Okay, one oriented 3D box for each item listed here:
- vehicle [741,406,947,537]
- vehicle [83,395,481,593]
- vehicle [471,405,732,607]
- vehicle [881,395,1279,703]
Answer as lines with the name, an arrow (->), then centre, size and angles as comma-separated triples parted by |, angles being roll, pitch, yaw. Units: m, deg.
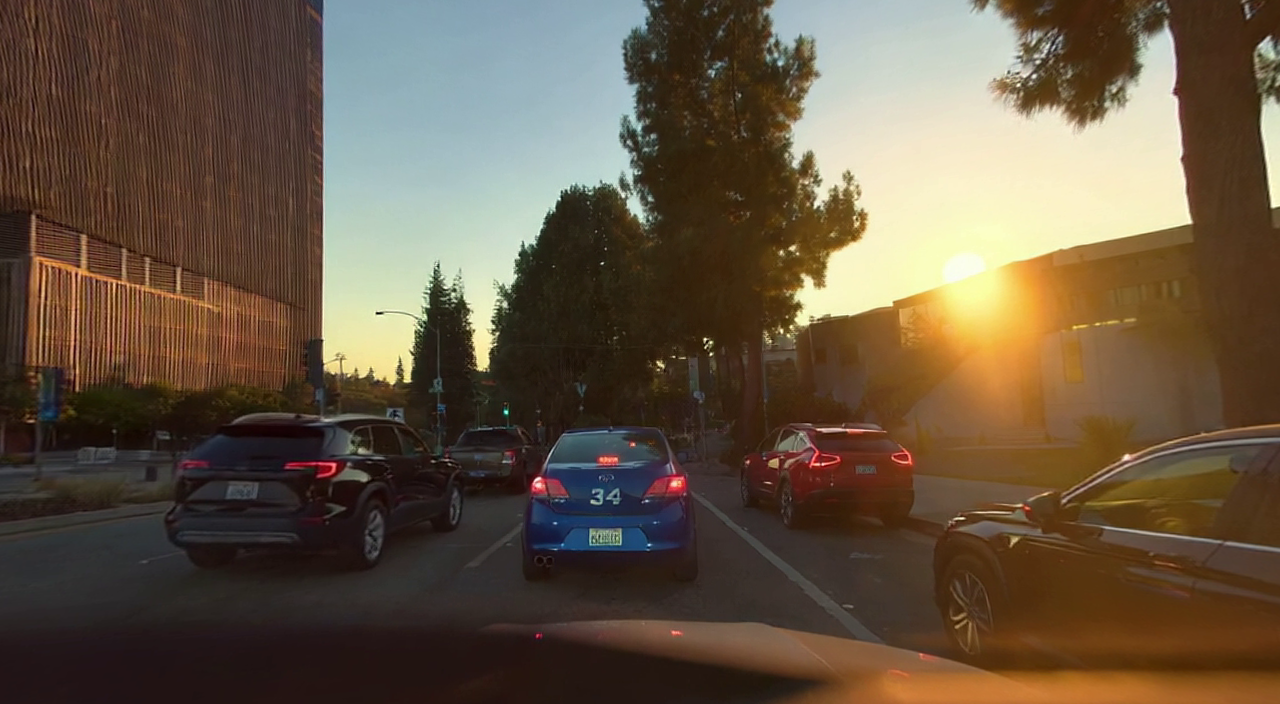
vehicle -> 3.336, 2.081, 11.546 | 2.117, 1.879, 4.715 | 0, -8, -1
vehicle -> -3.755, 1.595, 7.994 | 2.141, 1.718, 4.809 | 0, -8, 1
vehicle -> -0.356, 1.584, 7.431 | 2.114, 1.631, 4.459 | 0, -8, -1
vehicle -> 3.239, 1.069, 3.425 | 2.045, 1.459, 4.462 | 0, -8, -1
